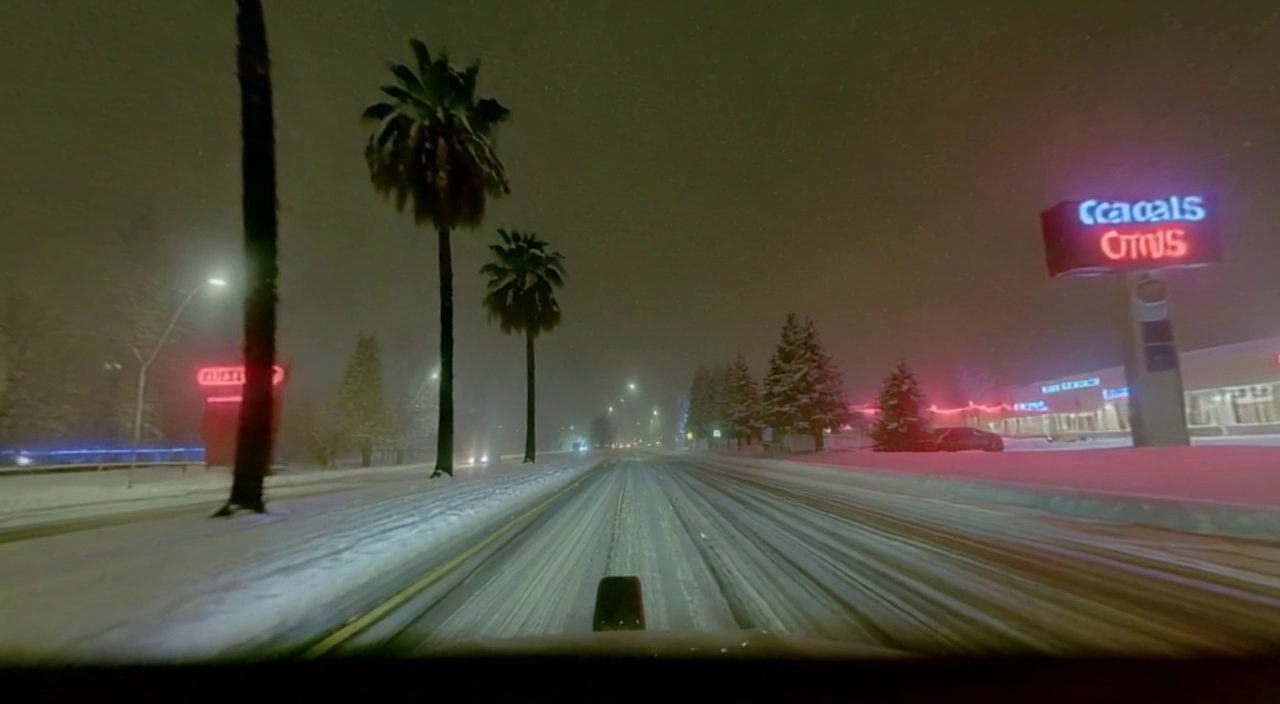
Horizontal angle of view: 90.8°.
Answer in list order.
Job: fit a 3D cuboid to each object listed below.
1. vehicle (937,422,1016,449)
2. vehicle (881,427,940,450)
[{"bbox_3d":[19.039,4.786,36.003,1.797,1.425,4.645,0,-8,-2],"label":"vehicle"},{"bbox_3d":[18.939,6.148,44.430,2.091,1.429,4.352,-2,-9,-1],"label":"vehicle"}]
